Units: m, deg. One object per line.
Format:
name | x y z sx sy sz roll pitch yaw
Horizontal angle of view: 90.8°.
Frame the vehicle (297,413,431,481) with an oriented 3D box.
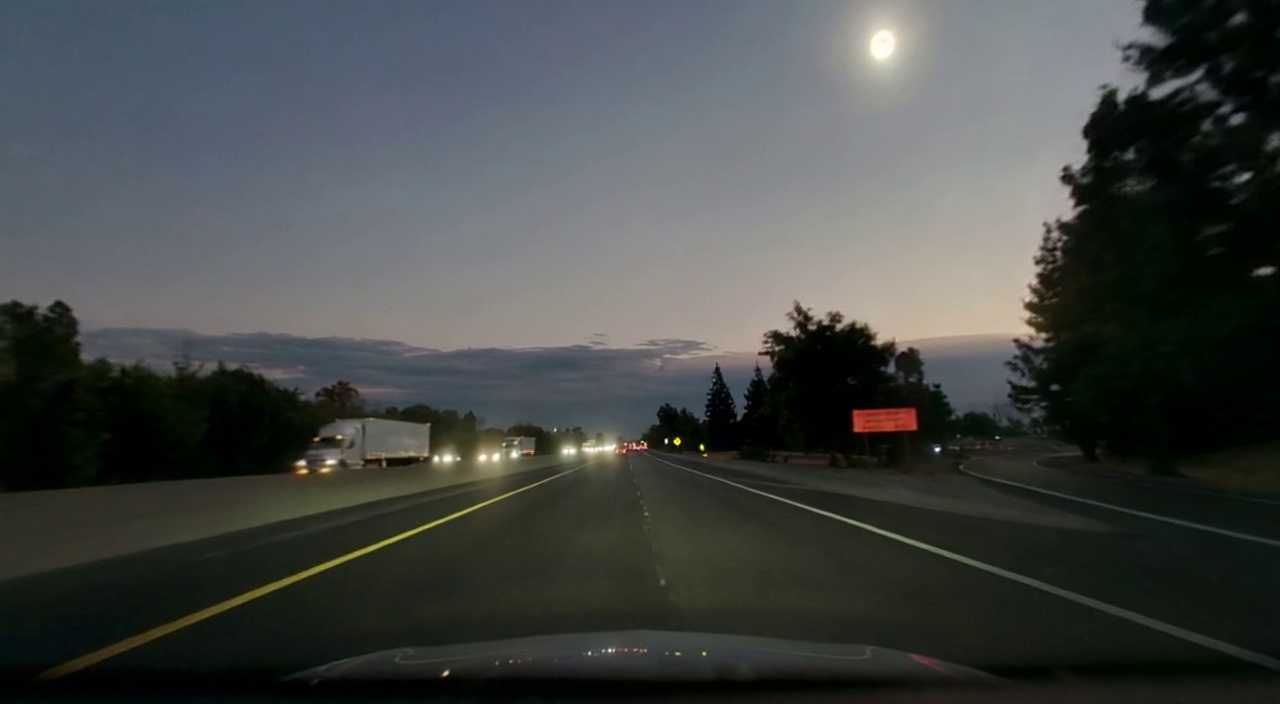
vehicle | -20.665 7.432 49.329 2.936 4.356 16.937 0 -9 0
